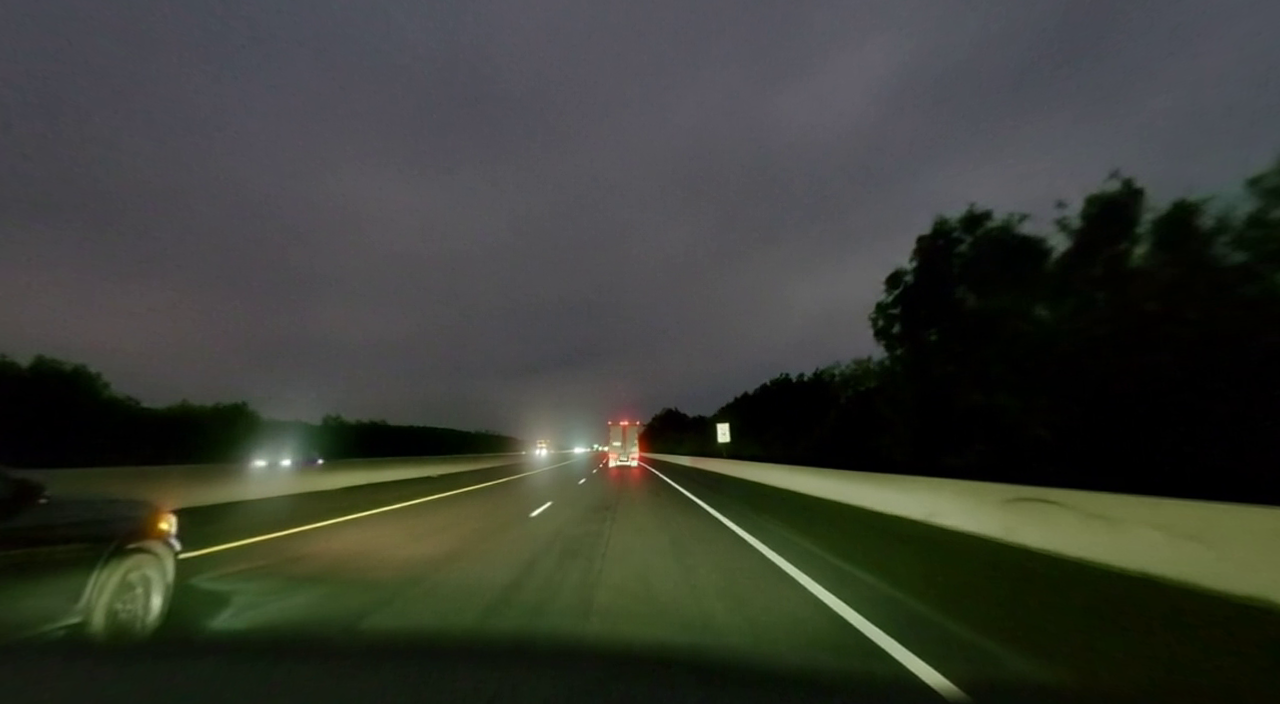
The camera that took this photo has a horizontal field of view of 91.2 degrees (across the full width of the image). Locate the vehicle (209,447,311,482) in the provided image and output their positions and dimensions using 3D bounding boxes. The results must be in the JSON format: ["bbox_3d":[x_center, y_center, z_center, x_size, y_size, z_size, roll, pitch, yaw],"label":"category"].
[{"bbox_3d":[-17.849,5.290,29.740,1.937,1.513,4.686,0,-9,-1],"label":"vehicle"}]

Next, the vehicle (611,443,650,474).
[{"bbox_3d":[-0.597,6.425,37.863,2.230,1.715,4.243,0,-9,-1],"label":"vehicle"}]

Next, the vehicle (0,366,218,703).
[{"bbox_3d":[-4.022,0.757,1.916,2.181,1.653,4.691,0,-9,0],"label":"vehicle"}]
